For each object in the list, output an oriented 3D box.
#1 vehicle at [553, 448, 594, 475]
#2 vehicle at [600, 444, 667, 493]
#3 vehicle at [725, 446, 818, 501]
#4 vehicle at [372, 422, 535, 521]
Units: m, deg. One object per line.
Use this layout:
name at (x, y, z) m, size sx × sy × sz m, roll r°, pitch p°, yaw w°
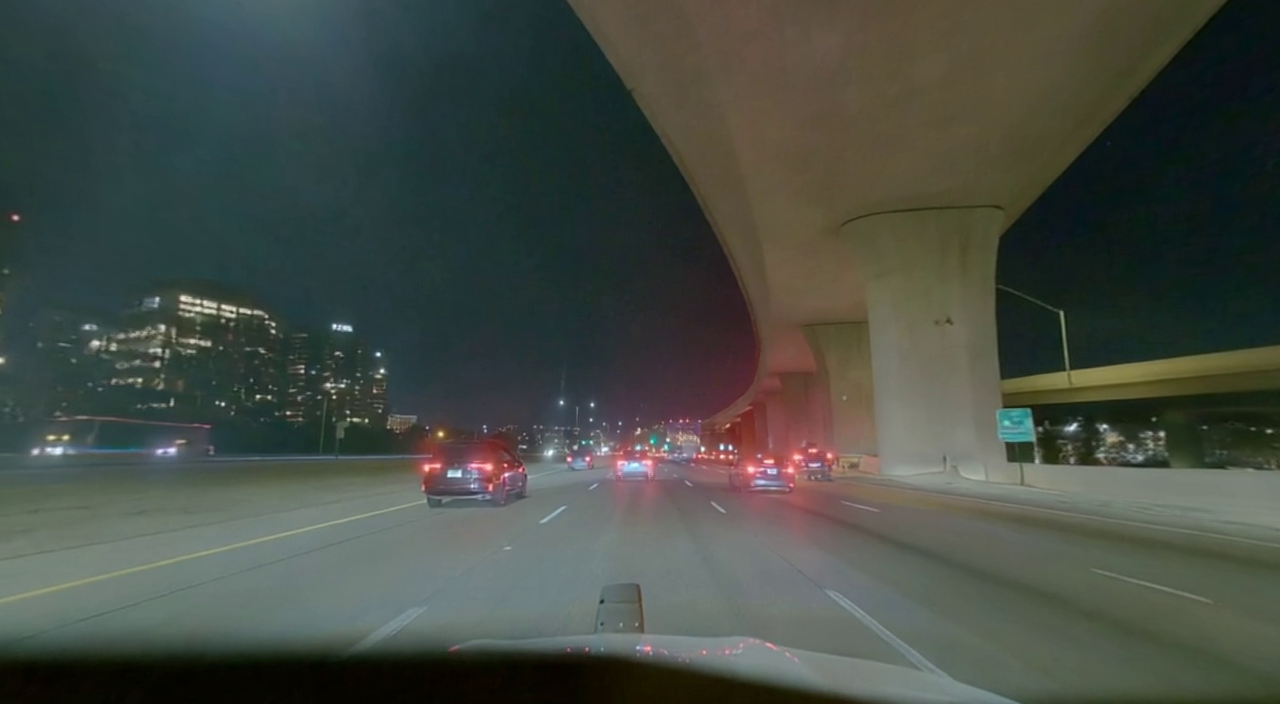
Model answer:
vehicle at (-3.758, 6.294, 36.288) m, size 1.868 × 1.431 × 4.055 m, roll 0°, pitch -9°, yaw 1°
vehicle at (-0.190, 3.951, 21.726) m, size 2.089 × 1.493 × 3.964 m, roll 0°, pitch -9°, yaw 0°
vehicle at (3.906, 3.664, 19.425) m, size 1.974 × 1.490 × 3.994 m, roll 0°, pitch -9°, yaw -1°
vehicle at (-3.889, 2.591, 14.178) m, size 2.142 × 1.819 × 4.648 m, roll 0°, pitch -9°, yaw 1°
